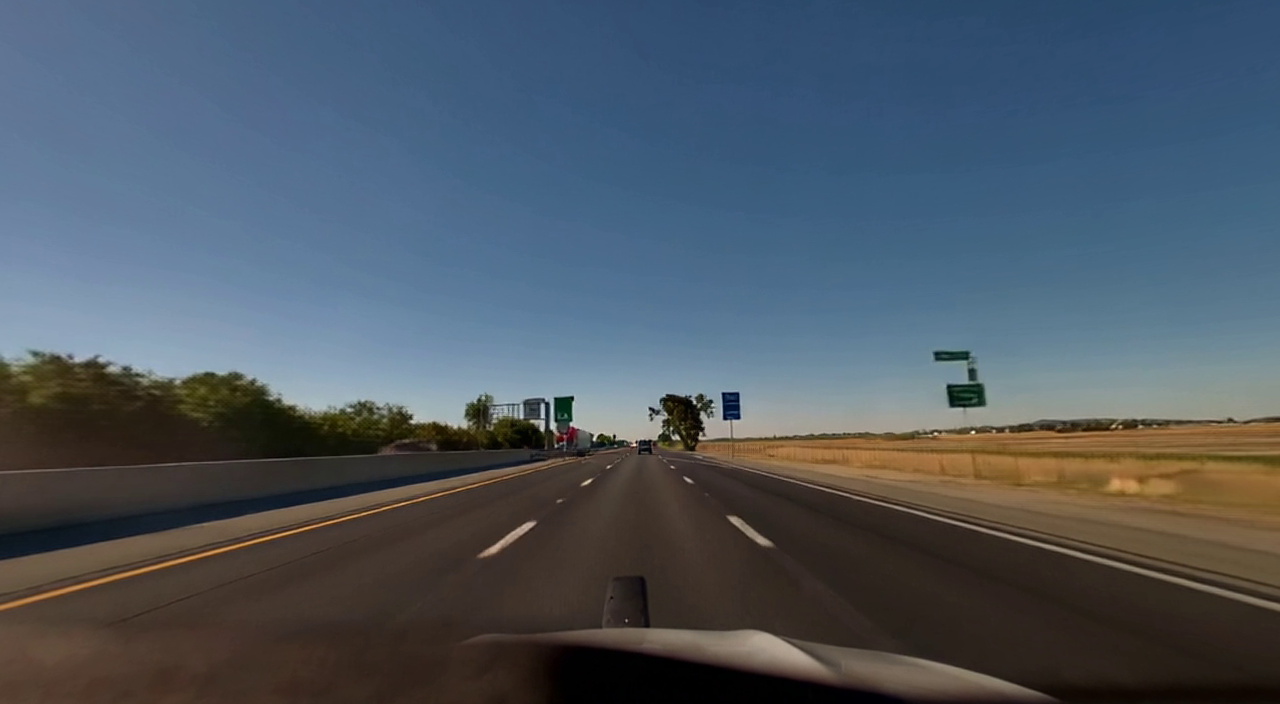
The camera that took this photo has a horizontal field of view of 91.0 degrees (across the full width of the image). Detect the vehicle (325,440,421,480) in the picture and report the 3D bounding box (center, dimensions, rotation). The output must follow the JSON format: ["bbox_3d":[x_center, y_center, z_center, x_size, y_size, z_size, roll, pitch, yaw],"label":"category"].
[{"bbox_3d":[-11.247,4.571,26.898,1.954,1.537,4.693,0,-8,1],"label":"vehicle"}]
